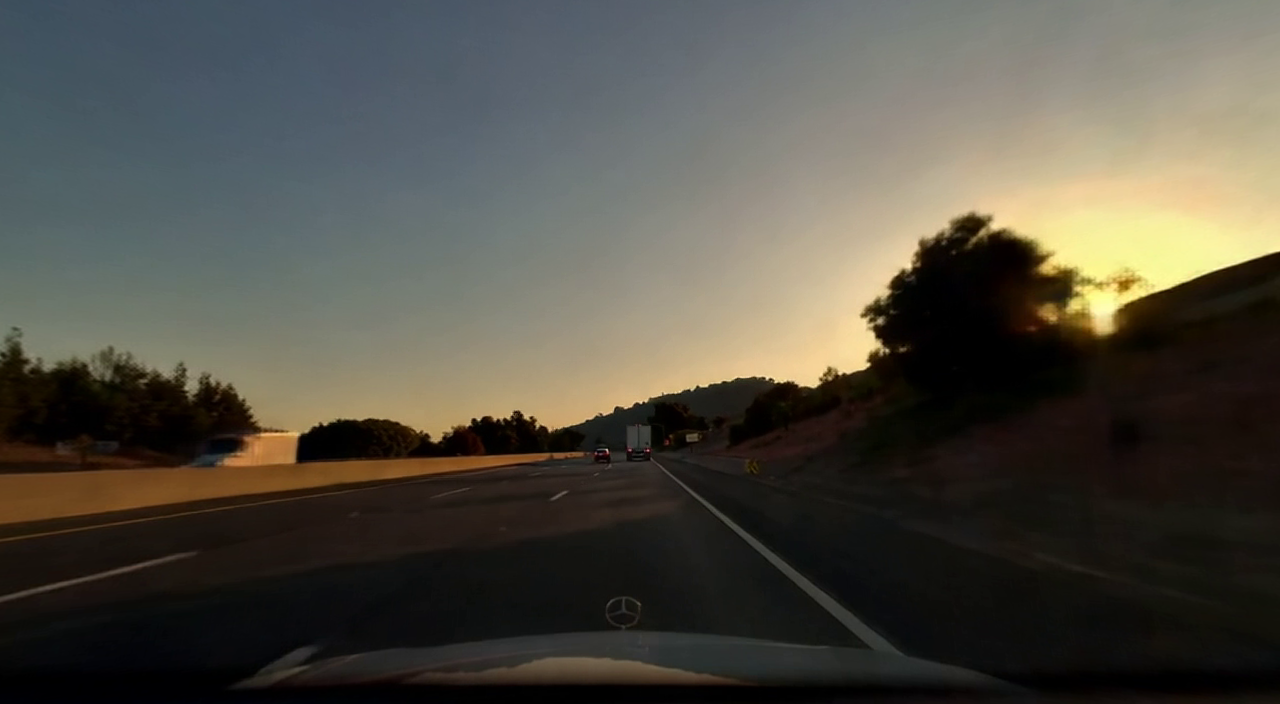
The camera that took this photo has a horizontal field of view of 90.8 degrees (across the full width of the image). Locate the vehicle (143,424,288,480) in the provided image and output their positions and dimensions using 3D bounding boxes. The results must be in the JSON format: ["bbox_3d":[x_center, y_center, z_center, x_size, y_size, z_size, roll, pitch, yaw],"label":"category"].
[{"bbox_3d":[-21.051,5.034,31.846,2.752,2.503,6.358,0,-9,1],"label":"vehicle"}]
